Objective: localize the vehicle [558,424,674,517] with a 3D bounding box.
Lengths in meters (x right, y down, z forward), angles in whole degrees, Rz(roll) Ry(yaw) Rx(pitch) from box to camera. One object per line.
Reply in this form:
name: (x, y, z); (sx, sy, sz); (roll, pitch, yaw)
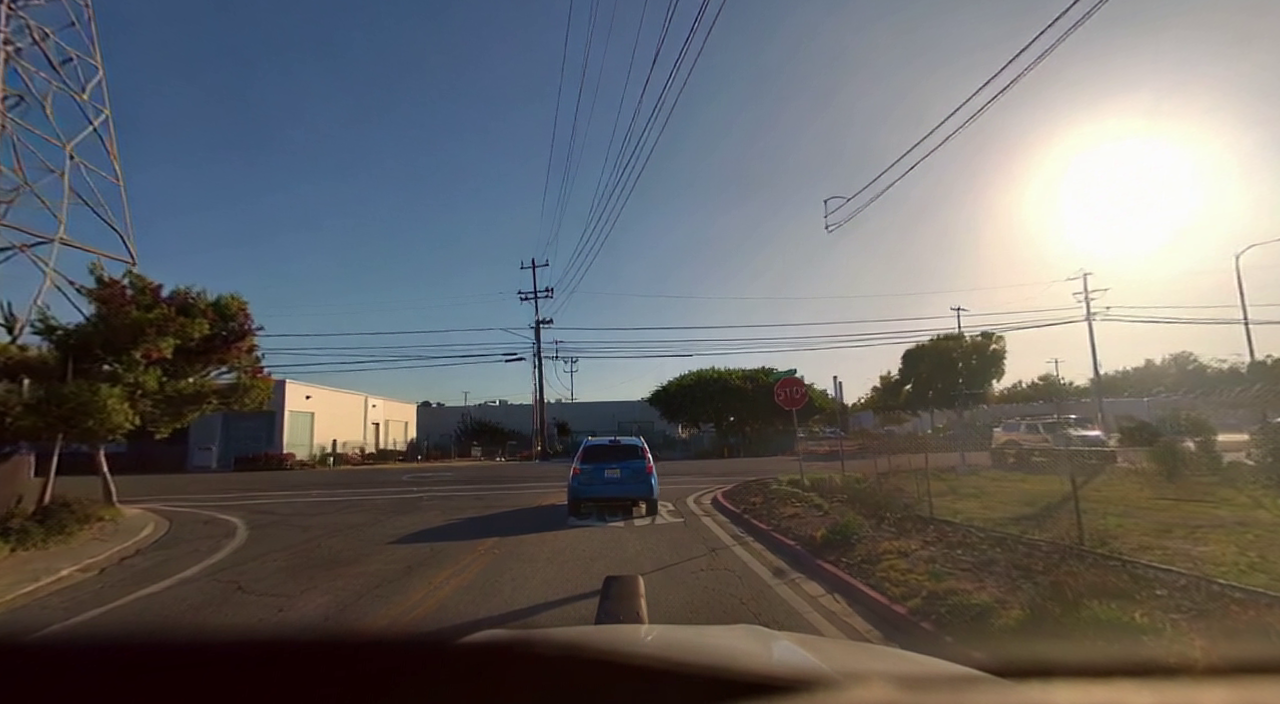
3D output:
vehicle: (-0.574, 2.504, 13.826); (2.137, 1.698, 4.166); (0, -8, -4)
